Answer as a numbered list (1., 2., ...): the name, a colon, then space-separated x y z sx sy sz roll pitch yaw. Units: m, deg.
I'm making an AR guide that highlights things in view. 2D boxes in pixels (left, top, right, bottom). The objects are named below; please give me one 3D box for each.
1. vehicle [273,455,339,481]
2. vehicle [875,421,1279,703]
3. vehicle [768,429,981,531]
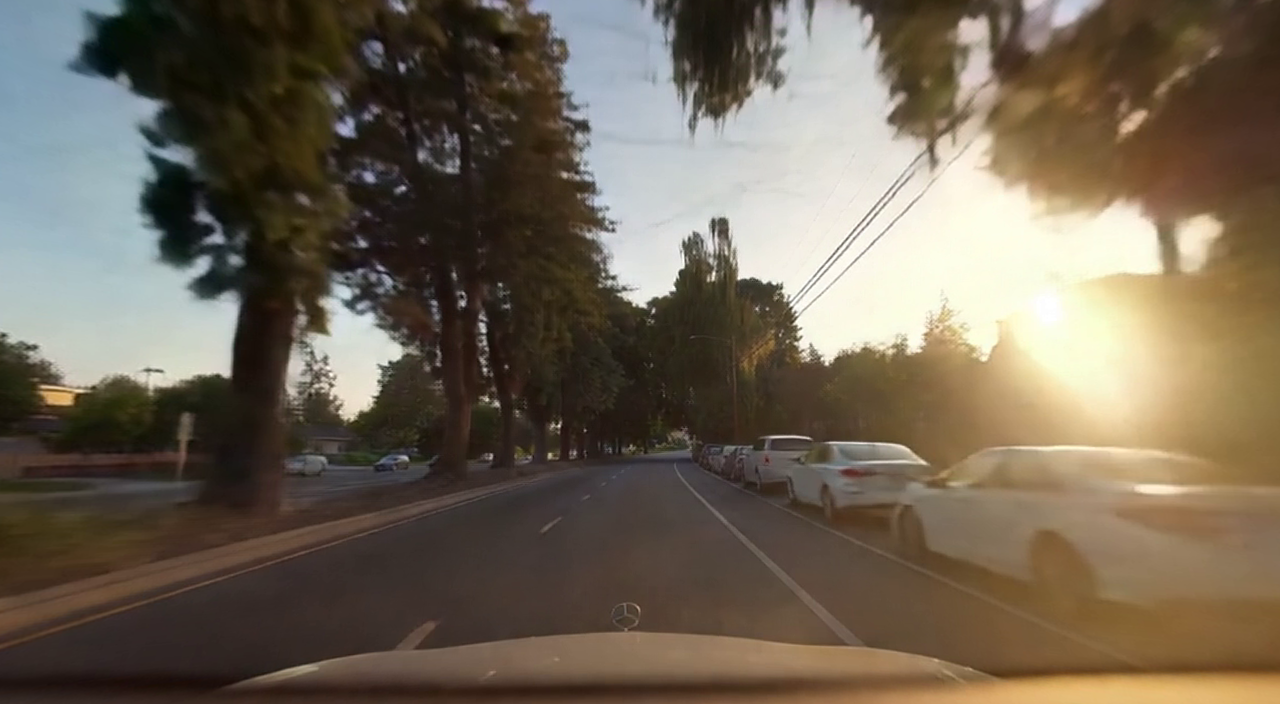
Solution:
1. vehicle: -23.133 8.025 43.987 1.967 1.467 4.769 -2 -7 0
2. vehicle: 4.085 1.437 5.608 1.981 1.436 5.021 0 -9 -1
3. vehicle: 4.050 2.301 12.031 2.039 1.499 4.888 0 -9 -2
